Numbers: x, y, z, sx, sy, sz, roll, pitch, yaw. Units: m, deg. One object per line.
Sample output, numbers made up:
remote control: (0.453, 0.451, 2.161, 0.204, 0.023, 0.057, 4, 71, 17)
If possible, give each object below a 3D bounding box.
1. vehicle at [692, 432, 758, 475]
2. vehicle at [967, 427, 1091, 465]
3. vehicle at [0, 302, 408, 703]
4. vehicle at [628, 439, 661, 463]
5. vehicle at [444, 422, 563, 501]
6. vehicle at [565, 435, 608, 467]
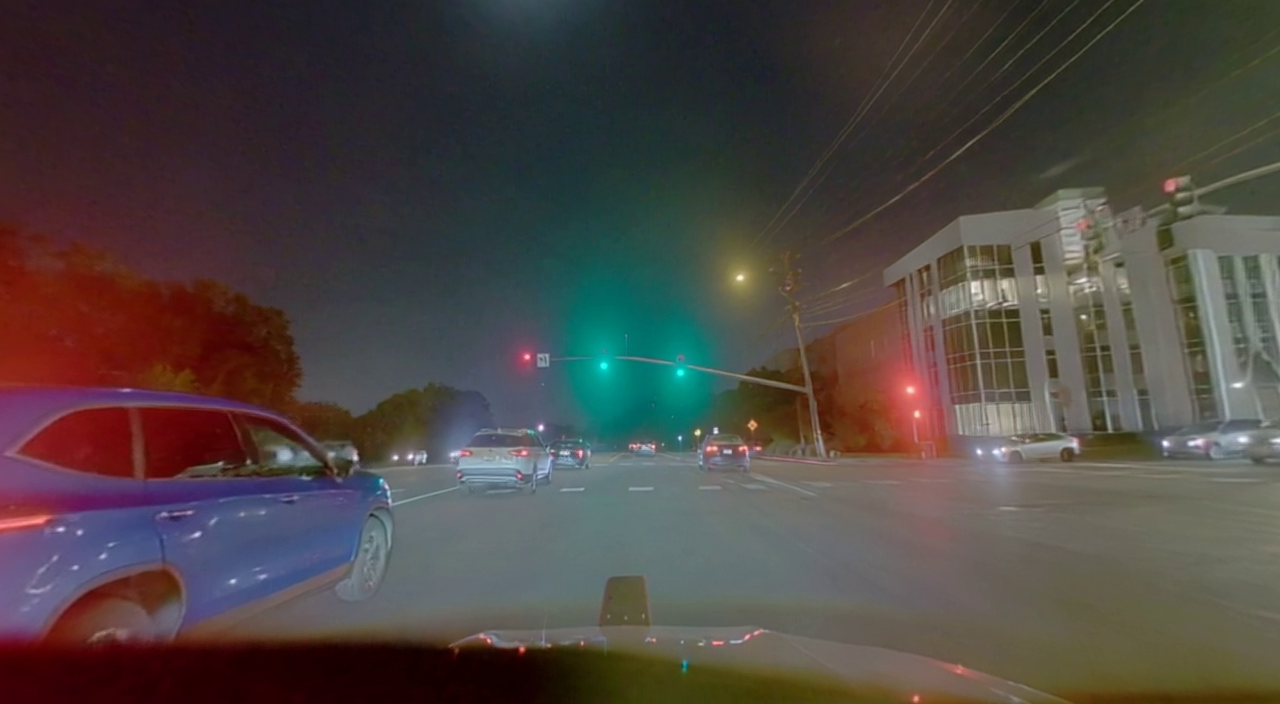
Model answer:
vehicle: (3.614, 4.452, 27.783, 2.201, 1.734, 4.564, 0, -8, -1)
vehicle: (17.285, 4.212, 28.207, 4.119, 1.574, 2.028, -1, -9, 5)
vehicle: (-3.211, 0.924, 3.521, 2.127, 1.754, 4.287, 0, -8, 1)
vehicle: (0.341, 6.815, 43.532, 2.185, 1.515, 4.215, 0, -8, 1)
vehicle: (-3.292, 2.750, 16.155, 1.958, 1.744, 4.315, 0, -8, 2)
vehicle: (-2.925, 5.550, 35.434, 1.900, 1.677, 4.128, 0, -8, 2)
